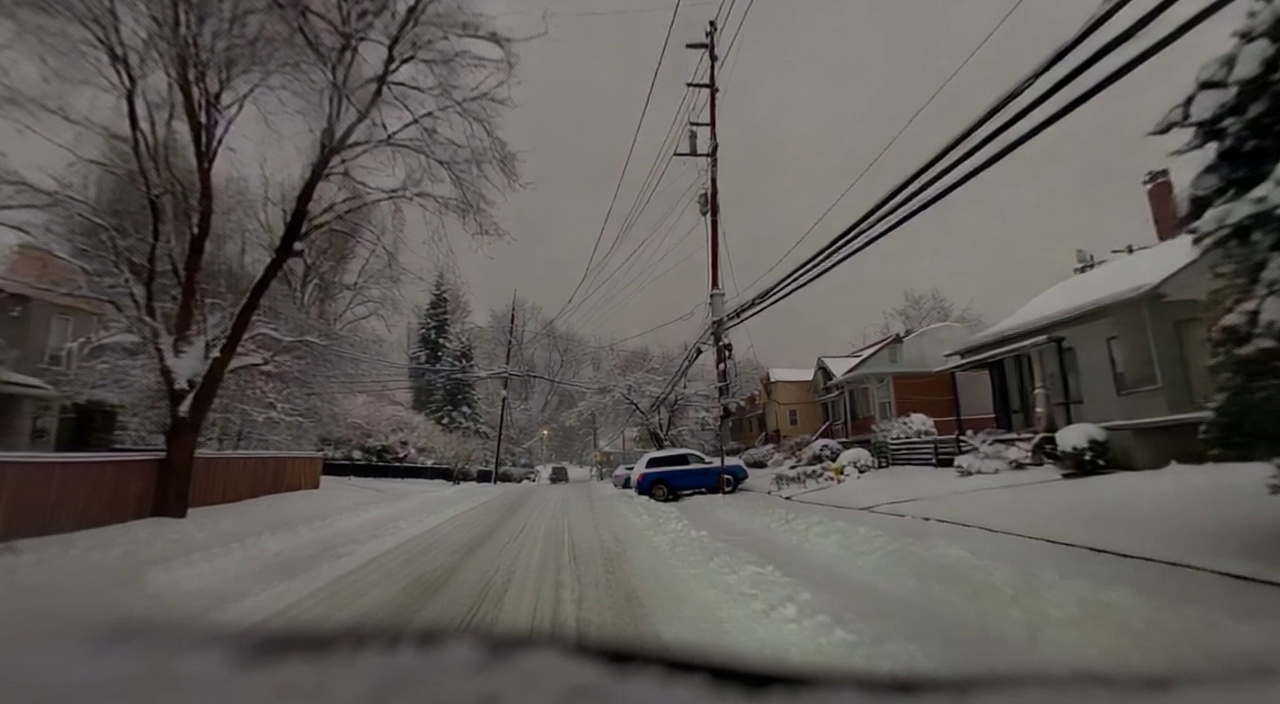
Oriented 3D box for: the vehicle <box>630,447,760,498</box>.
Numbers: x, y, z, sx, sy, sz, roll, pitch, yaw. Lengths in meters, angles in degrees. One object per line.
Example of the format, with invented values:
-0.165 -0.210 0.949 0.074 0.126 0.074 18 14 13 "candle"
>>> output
1.951 4.375 23.252 4.413 1.728 1.869 1 -8 -10 "vehicle"
